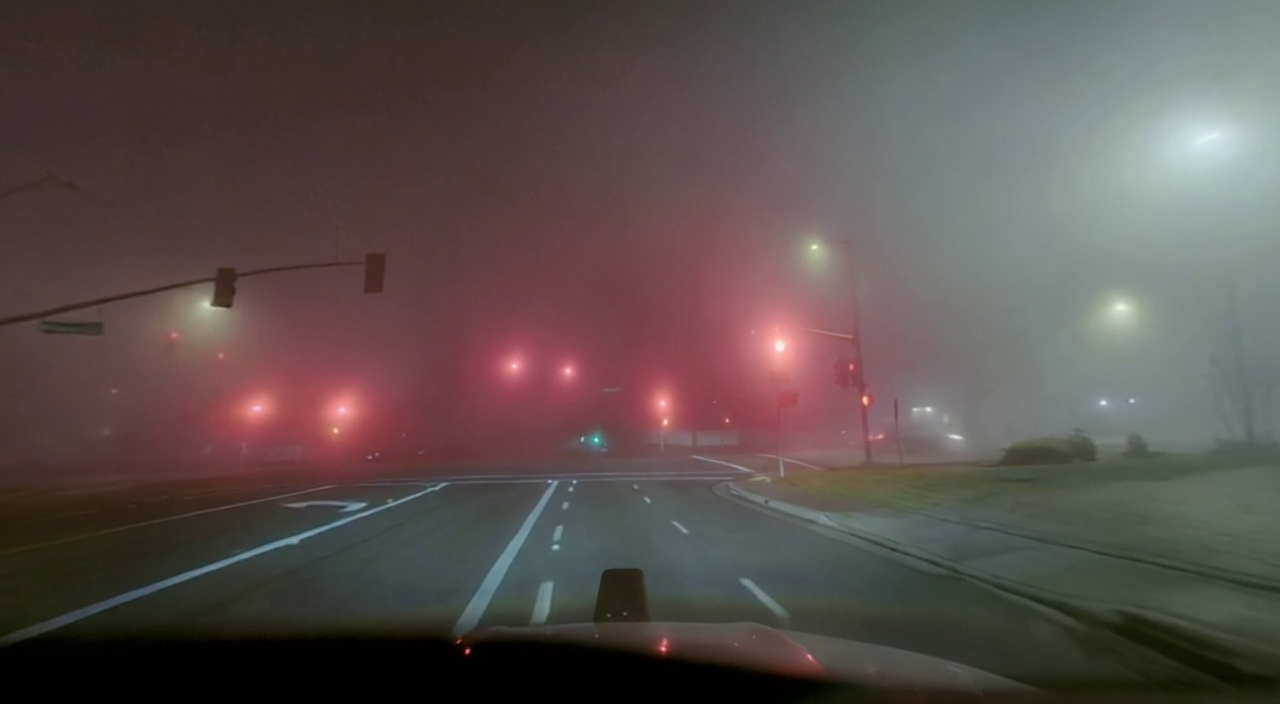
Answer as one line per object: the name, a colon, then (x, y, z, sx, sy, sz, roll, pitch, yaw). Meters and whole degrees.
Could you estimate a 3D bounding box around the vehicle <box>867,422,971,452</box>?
vehicle: (14.902, 4.541, 33.818, 4.759, 1.461, 1.788, 0, -7, -5)
